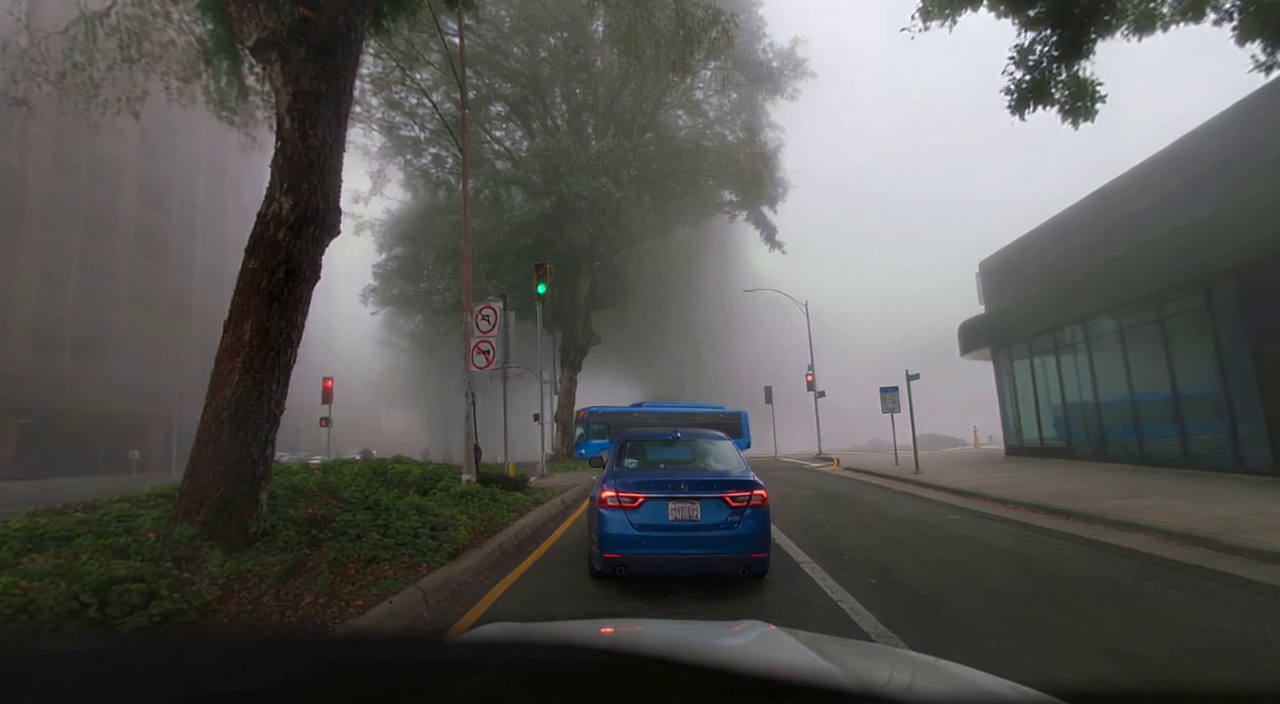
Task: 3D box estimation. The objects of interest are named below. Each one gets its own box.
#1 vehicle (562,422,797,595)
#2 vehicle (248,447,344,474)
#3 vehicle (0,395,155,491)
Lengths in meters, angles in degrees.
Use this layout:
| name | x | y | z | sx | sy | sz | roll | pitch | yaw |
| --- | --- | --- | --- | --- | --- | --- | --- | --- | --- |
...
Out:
| name | x | y | z | sx | sy | sz | roll | pitch | yaw |
| --- | --- | --- | --- | --- | --- | --- | --- | --- | --- |
| vehicle | 0.372 | 1.629 | 7.392 | 2.006 | 1.470 | 3.799 | 0 | -8 | 1 |
| vehicle | -20.328 | 6.383 | 37.602 | 1.883 | 1.461 | 4.830 | -4 | -9 | 23 |
| vehicle | -25.952 | 3.650 | 25.329 | 2.692 | 3.685 | 10.153 | -3 | -9 | 20 |
